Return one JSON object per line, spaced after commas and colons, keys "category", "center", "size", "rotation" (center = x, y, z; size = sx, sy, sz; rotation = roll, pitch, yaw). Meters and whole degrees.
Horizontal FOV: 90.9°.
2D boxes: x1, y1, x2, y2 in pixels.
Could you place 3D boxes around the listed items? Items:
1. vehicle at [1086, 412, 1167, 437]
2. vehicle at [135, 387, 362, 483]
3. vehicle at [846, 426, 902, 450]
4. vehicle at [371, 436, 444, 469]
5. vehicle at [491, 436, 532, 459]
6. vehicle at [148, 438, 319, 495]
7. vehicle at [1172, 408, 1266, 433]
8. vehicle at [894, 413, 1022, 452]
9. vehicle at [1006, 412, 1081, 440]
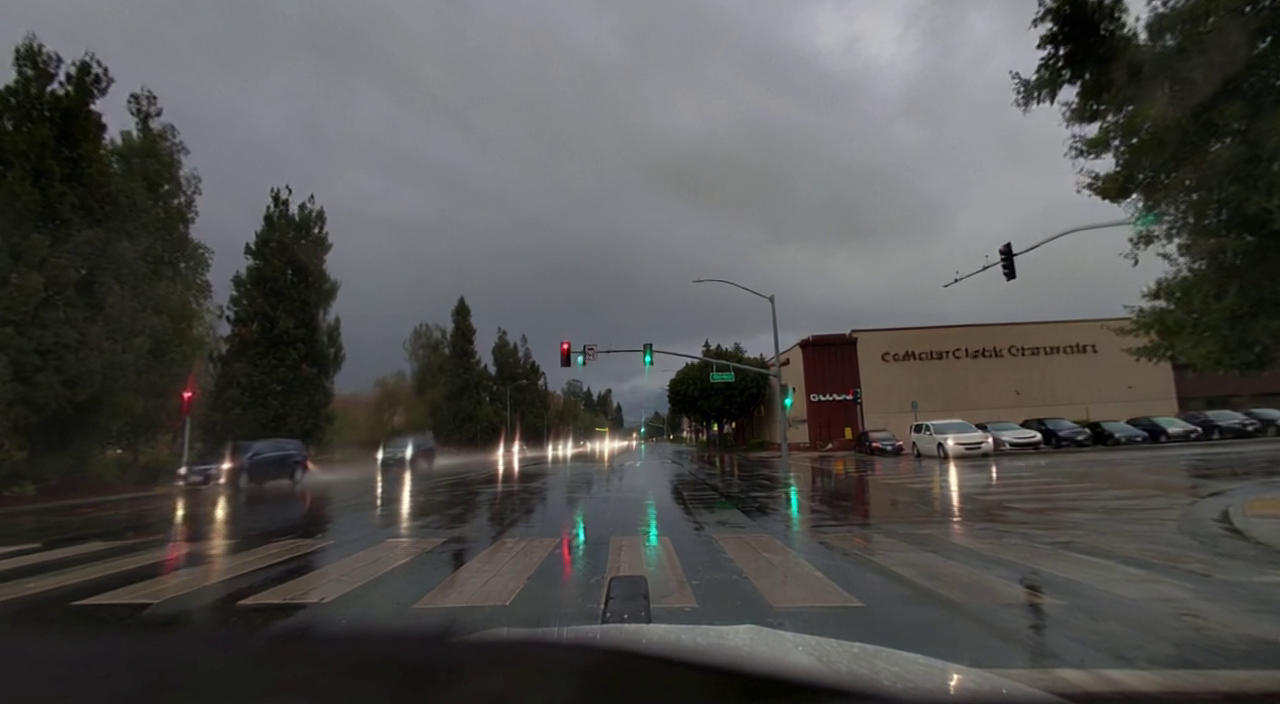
{"category": "vehicle", "center": [31.378, 4.725, 40.774], "size": [1.823, 1.480, 4.003], "rotation": [0, -8, -4]}
{"category": "vehicle", "center": [-16.566, 3.821, 28.345], "size": [3.161, 3.455, 11.058], "rotation": [0, -8, 0]}
{"category": "vehicle", "center": [17.190, 6.346, 46.398], "size": [3.329, 1.415, 1.821], "rotation": [-6, -9, 2]}
{"category": "vehicle", "center": [-12.288, 5.339, 33.618], "size": [2.181, 1.653, 4.468], "rotation": [0, -8, 0]}
{"category": "vehicle", "center": [-9.253, 6.910, 45.645], "size": [2.026, 1.616, 4.199], "rotation": [0, -8, 1]}
{"category": "vehicle", "center": [-12.024, 3.397, 19.142], "size": [1.996, 1.482, 4.772], "rotation": [0, -8, 0]}
{"category": "vehicle", "center": [38.434, 4.615, 41.989], "size": [1.715, 1.480, 4.701], "rotation": [0, -8, -1]}
{"category": "vehicle", "center": [14.011, 3.593, 27.937], "size": [4.566, 1.670, 2.000], "rotation": [0, -8, -2]}
{"category": "vehicle", "center": [26.306, 4.878, 41.269], "size": [2.011, 1.656, 4.163], "rotation": [0, -8, -3]}
